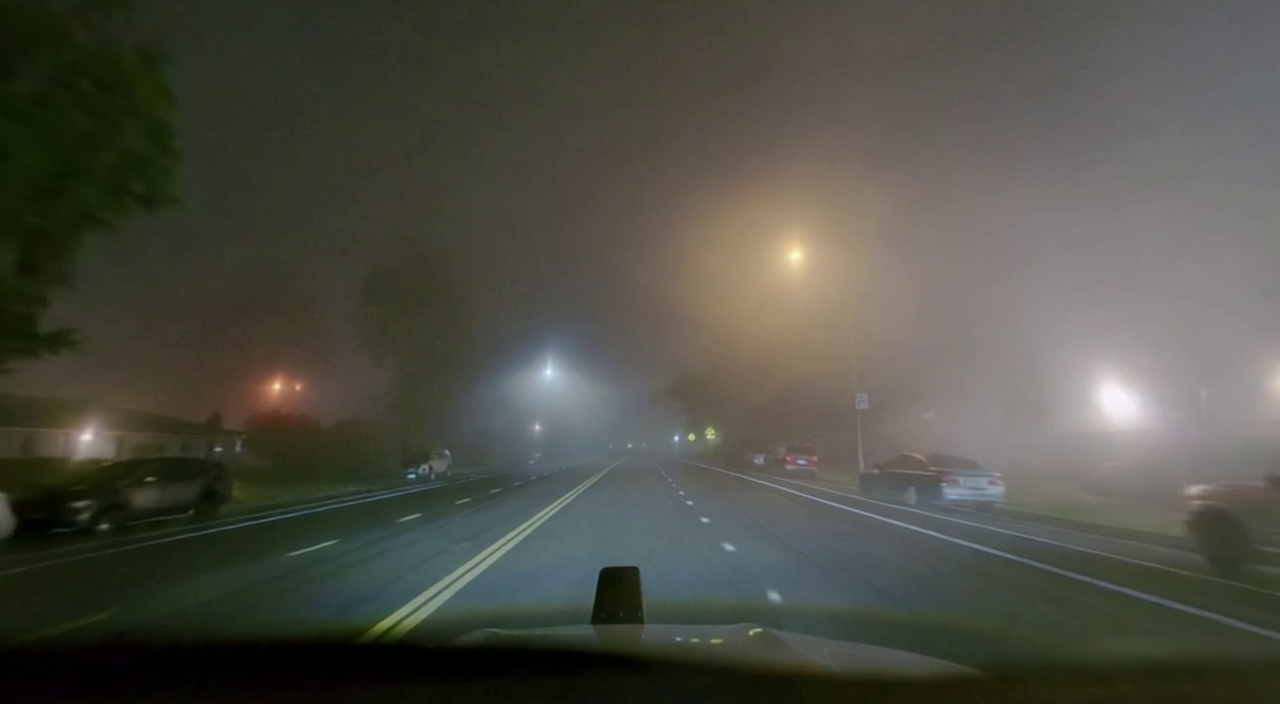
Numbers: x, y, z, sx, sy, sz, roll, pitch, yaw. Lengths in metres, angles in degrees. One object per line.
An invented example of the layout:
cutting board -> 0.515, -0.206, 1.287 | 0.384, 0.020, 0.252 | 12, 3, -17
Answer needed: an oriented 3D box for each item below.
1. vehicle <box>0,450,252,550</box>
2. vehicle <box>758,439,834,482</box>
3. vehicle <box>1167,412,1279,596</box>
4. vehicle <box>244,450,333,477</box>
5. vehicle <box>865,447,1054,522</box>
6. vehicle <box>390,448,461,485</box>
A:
vehicle -> -10.553, 2.943, 13.258 | 1.974, 1.682, 4.339 | -2, -9, 1
vehicle -> 7.021, 4.926, 29.110 | 2.087, 1.762, 5.493 | 0, -9, 0
vehicle -> 7.340, 1.293, 4.849 | 2.064, 1.802, 5.293 | 0, -9, 1
vehicle -> -20.536, 6.531, 37.035 | 4.055, 1.511, 1.898 | 0, -9, -4
vehicle -> 7.286, 3.030, 15.128 | 1.982, 1.479, 4.687 | 0, -9, -1
vehicle -> -10.877, 5.824, 32.426 | 2.048, 1.692, 4.635 | -2, -9, 0
